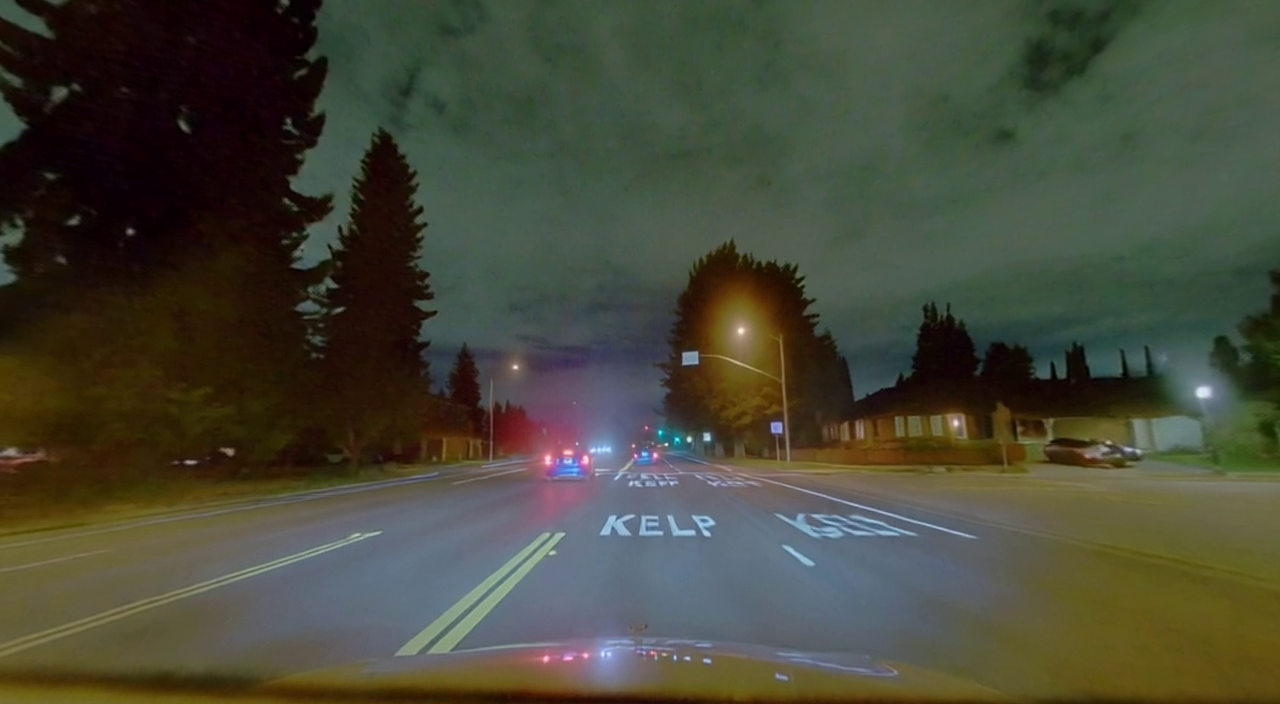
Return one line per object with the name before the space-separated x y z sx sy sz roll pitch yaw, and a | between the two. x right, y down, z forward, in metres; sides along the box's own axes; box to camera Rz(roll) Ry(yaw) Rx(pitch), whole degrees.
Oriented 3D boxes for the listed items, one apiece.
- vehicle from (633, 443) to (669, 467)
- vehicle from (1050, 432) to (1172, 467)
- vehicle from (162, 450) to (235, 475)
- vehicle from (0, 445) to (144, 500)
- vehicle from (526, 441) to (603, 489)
vehicle | 0.663 6.711 41.260 2.226 1.505 4.128 0 -8 0
vehicle | 22.852 4.742 30.690 4.318 1.601 1.975 0 -8 -2
vehicle | -28.598 7.126 40.960 1.961 1.470 3.811 0 -8 0
vehicle | -22.539 4.527 23.897 2.173 1.849 5.752 -5 -9 11
vehicle | -2.450 3.846 21.872 2.158 1.469 4.909 0 -8 -1
